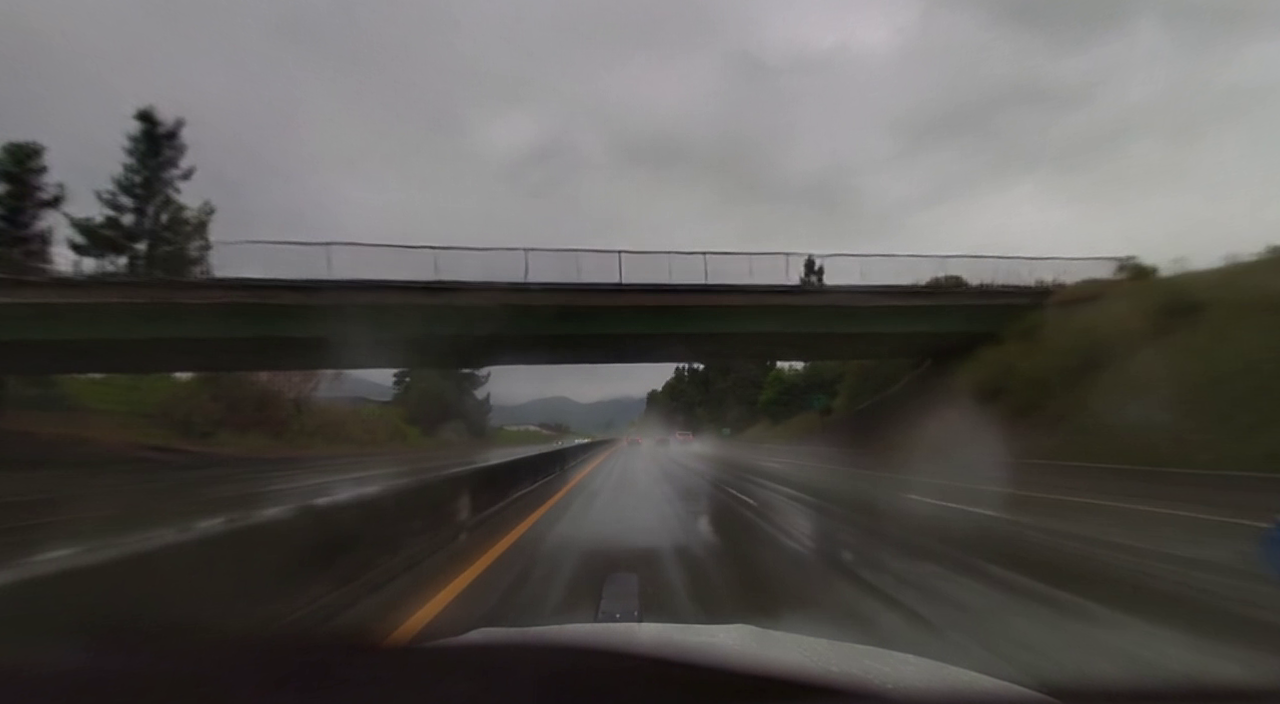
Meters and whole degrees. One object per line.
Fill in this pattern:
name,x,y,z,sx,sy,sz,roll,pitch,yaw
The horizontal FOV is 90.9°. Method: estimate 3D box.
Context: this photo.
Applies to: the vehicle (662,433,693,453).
vehicle,2.787,6.872,47.653,1.981,1.490,3.449,0,-8,-3
